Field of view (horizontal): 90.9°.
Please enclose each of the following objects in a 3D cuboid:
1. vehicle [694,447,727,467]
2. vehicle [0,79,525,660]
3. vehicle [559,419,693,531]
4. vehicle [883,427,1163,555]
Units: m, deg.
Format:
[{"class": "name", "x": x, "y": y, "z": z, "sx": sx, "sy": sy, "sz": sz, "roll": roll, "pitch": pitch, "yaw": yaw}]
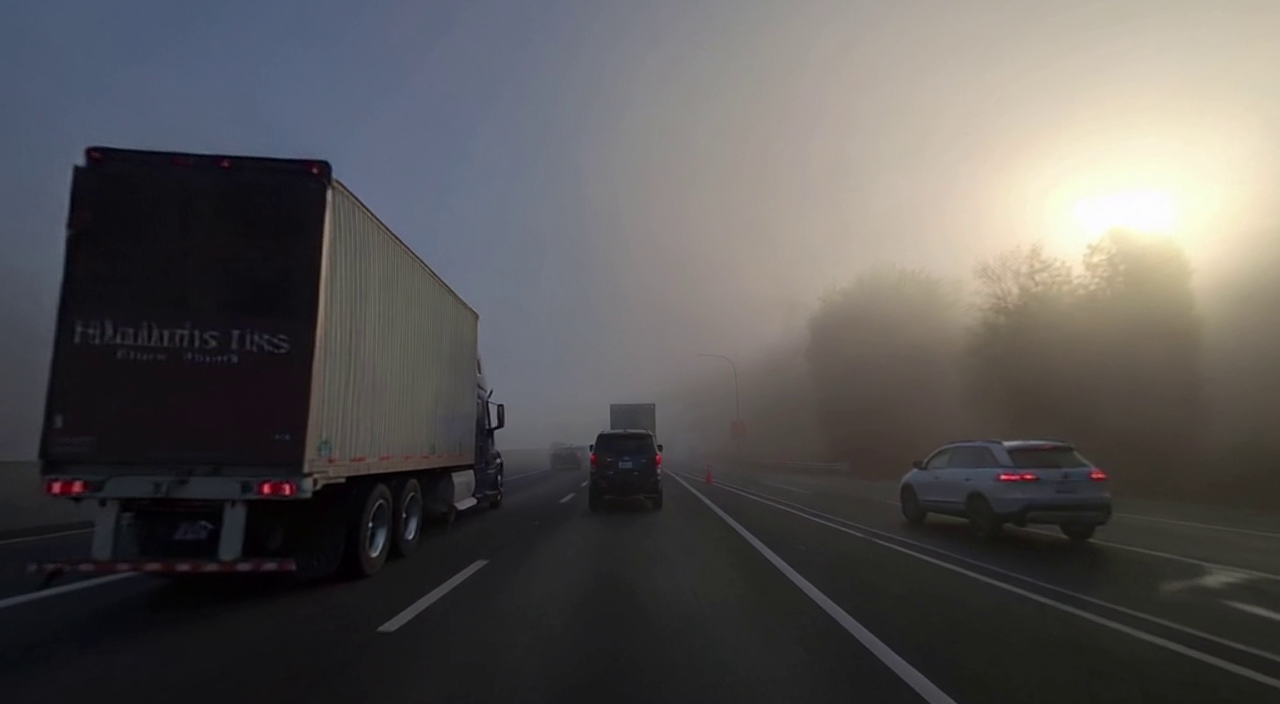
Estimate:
[{"class": "vehicle", "x": 5.342, "y": 7.998, "z": 48.274, "sx": 1.918, "sy": 1.479, "sz": 4.571, "roll": 0, "pitch": -9, "yaw": -1}, {"class": "vehicle", "x": -3.780, "y": 0.605, "z": 8.267, "sx": 2.990, "sy": 3.885, "sz": 8.243, "roll": 0, "pitch": -9, "yaw": 0}, {"class": "vehicle", "x": -0.263, "y": 2.281, "z": 12.187, "sx": 2.152, "sy": 1.779, "sz": 3.924, "roll": 0, "pitch": -9, "yaw": -1}, {"class": "vehicle", "x": 5.617, "y": 2.054, "z": 9.963, "sx": 1.937, "sy": 1.601, "sz": 3.798, "roll": 0, "pitch": -9, "yaw": -1}]
